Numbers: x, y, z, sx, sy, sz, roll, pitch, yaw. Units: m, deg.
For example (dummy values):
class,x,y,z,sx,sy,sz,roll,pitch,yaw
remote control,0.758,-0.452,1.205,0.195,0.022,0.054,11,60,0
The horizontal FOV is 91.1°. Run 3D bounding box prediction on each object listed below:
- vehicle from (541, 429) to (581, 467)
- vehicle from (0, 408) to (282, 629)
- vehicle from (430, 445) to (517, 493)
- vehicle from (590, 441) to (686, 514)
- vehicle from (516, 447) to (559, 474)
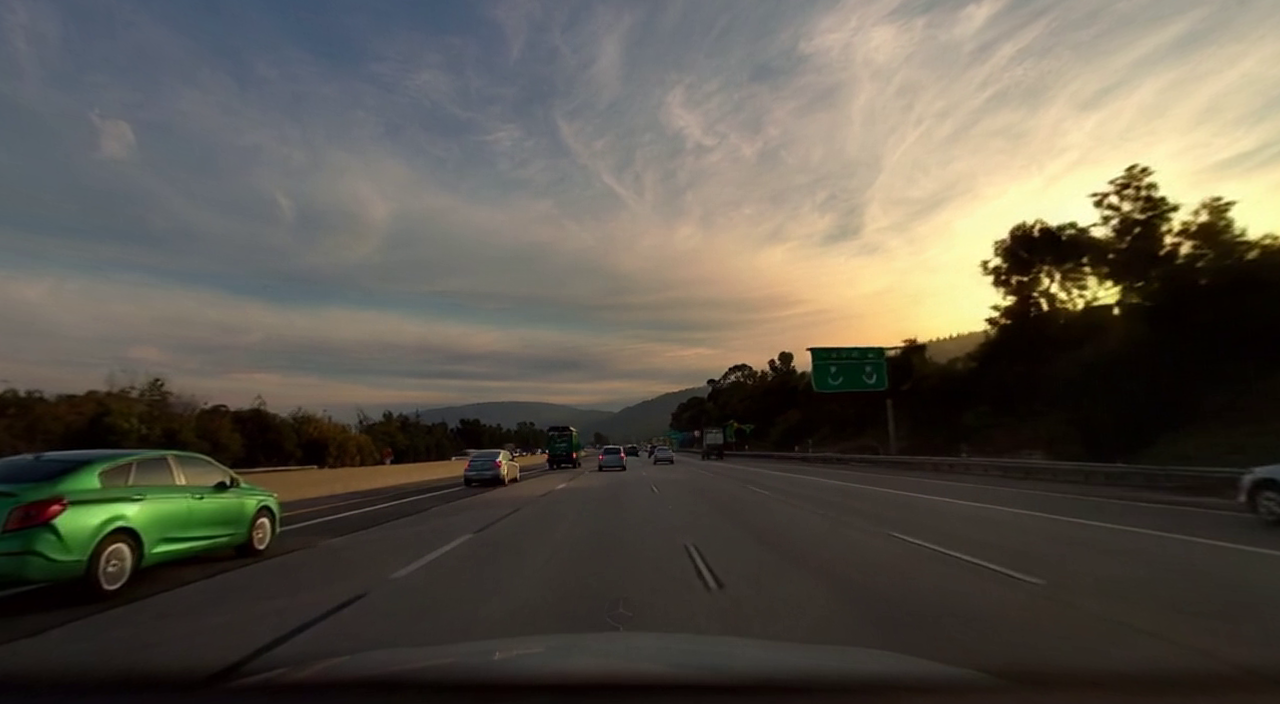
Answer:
class,x,y,z,sx,sy,sz,roll,pitch,yaw
vehicle,-6.171,7.633,49.833,2.326,2.789,5.971,0,-9,0
vehicle,-5.821,1.495,6.314,2.058,1.626,4.118,0,-9,-1
vehicle,-5.615,3.982,21.812,1.892,1.481,4.180,0,-9,0
vehicle,-0.072,2.825,14.538,1.940,1.451,3.512,0,-9,-1
vehicle,-5.874,6.266,36.484,1.814,1.417,3.860,0,-9,0
